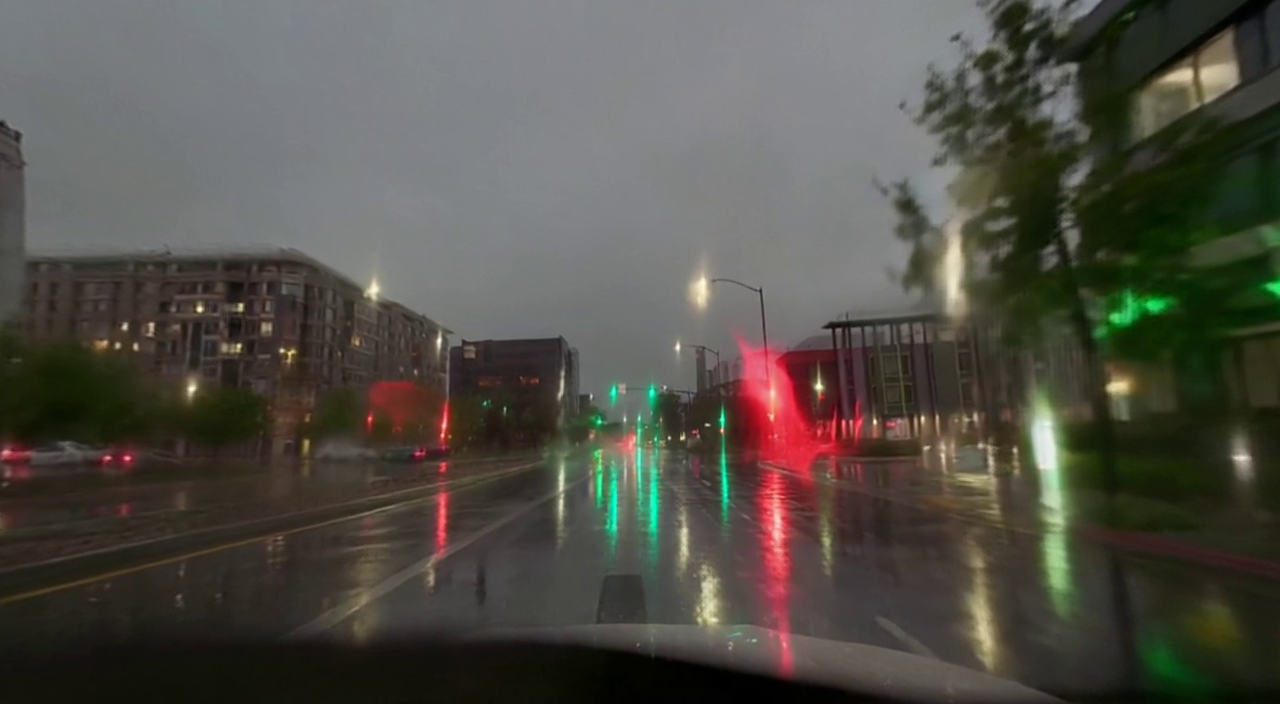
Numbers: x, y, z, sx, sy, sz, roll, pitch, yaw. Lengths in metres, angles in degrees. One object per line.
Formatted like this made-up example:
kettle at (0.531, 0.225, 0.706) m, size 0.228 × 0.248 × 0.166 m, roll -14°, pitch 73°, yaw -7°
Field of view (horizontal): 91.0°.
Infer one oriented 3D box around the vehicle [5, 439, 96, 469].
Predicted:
vehicle at (-37.297, 6.417, 39.975) m, size 1.873 × 1.657 × 4.087 m, roll -3°, pitch -7°, yaw -1°

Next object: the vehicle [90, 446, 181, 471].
vehicle at (-31.975, 6.735, 40.077) m, size 1.852 × 1.485 × 4.683 m, roll 0°, pitch -9°, yaw 1°
